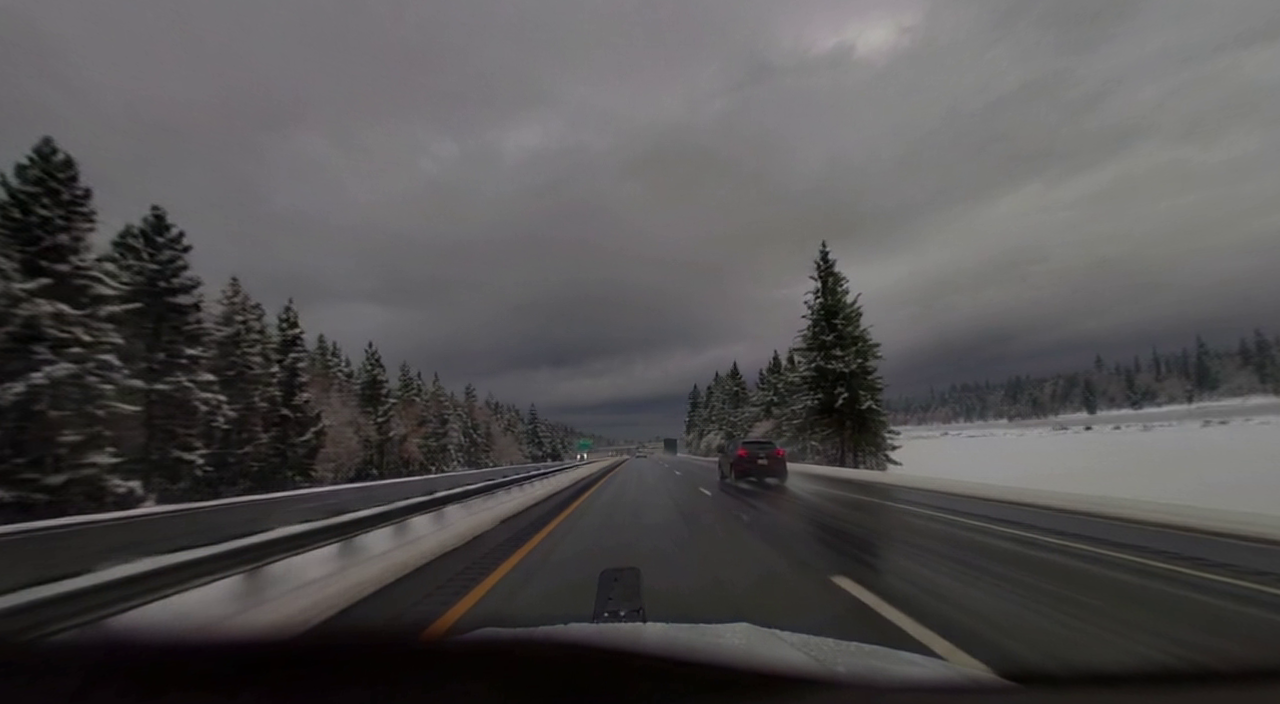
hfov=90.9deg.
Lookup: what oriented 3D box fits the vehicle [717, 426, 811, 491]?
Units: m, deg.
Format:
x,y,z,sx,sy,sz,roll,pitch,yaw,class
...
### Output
x,y,z,sx,sy,sz,roll,pitch,yaw,class
4.206,3.734,22.293,2.189,2.007,4.872,0,-9,-2,vehicle
